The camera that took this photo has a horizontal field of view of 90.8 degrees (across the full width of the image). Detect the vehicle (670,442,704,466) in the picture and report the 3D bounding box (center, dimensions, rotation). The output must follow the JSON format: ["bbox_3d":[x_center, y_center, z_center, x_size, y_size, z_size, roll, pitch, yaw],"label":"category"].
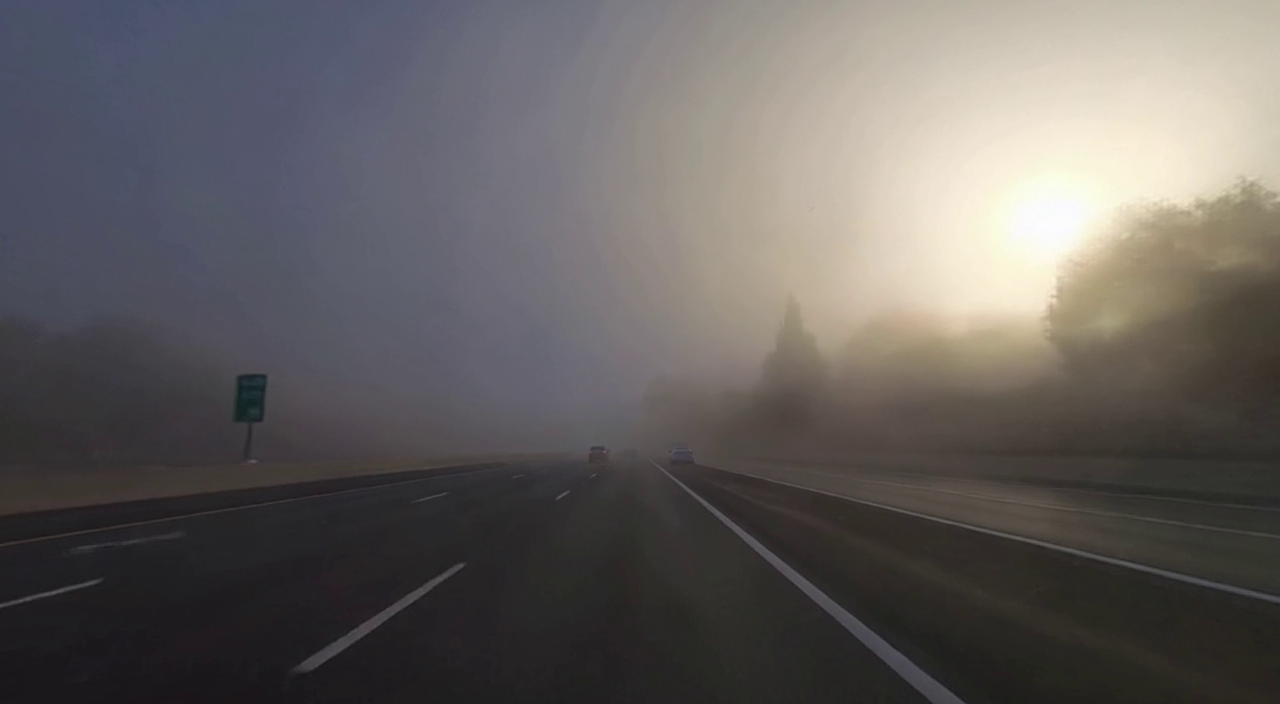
[{"bbox_3d":[3.411,7.553,46.975,2.130,1.677,4.317,0,-9,-1],"label":"vehicle"}]
